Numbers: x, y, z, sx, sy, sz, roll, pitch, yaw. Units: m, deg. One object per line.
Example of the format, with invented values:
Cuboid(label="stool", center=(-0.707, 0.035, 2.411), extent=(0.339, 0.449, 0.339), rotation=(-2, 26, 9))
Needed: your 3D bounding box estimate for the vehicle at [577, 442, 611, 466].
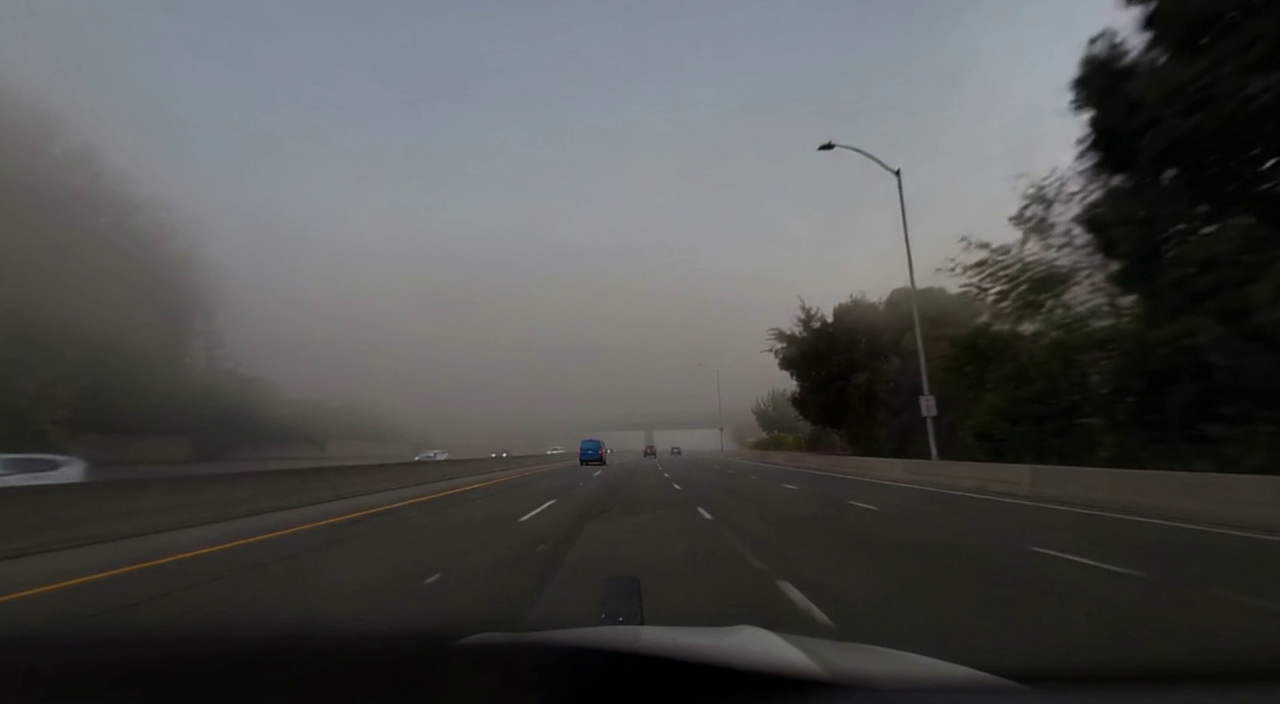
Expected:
Cuboid(label="vehicle", center=(-3.435, 7.652, 47.651), extent=(2.031, 1.704, 4.435), rotation=(0, -9, 2))
